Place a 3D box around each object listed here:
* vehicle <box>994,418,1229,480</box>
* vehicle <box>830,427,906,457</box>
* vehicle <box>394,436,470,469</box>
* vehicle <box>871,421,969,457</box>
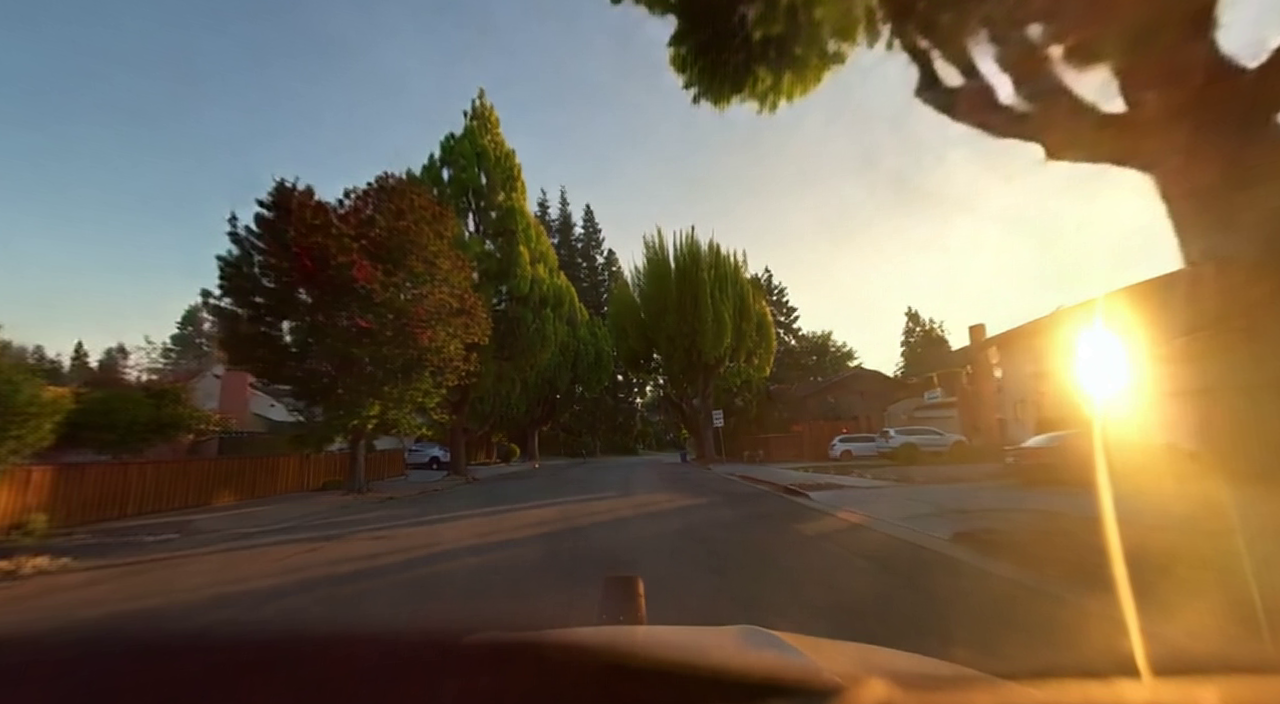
[{"bbox_3d":[11.740,2.456,15.990,4.415,1.457,1.797,0,-8,1],"label":"vehicle"},{"bbox_3d":[12.871,5.117,35.875,3.780,1.601,2.025,-2,-9,13],"label":"vehicle"},{"bbox_3d":[-12.737,6.104,38.529,4.656,1.835,2.039,-6,-11,37],"label":"vehicle"},{"bbox_3d":[14.249,4.477,32.390,4.261,1.725,1.955,-2,-9,14],"label":"vehicle"}]
